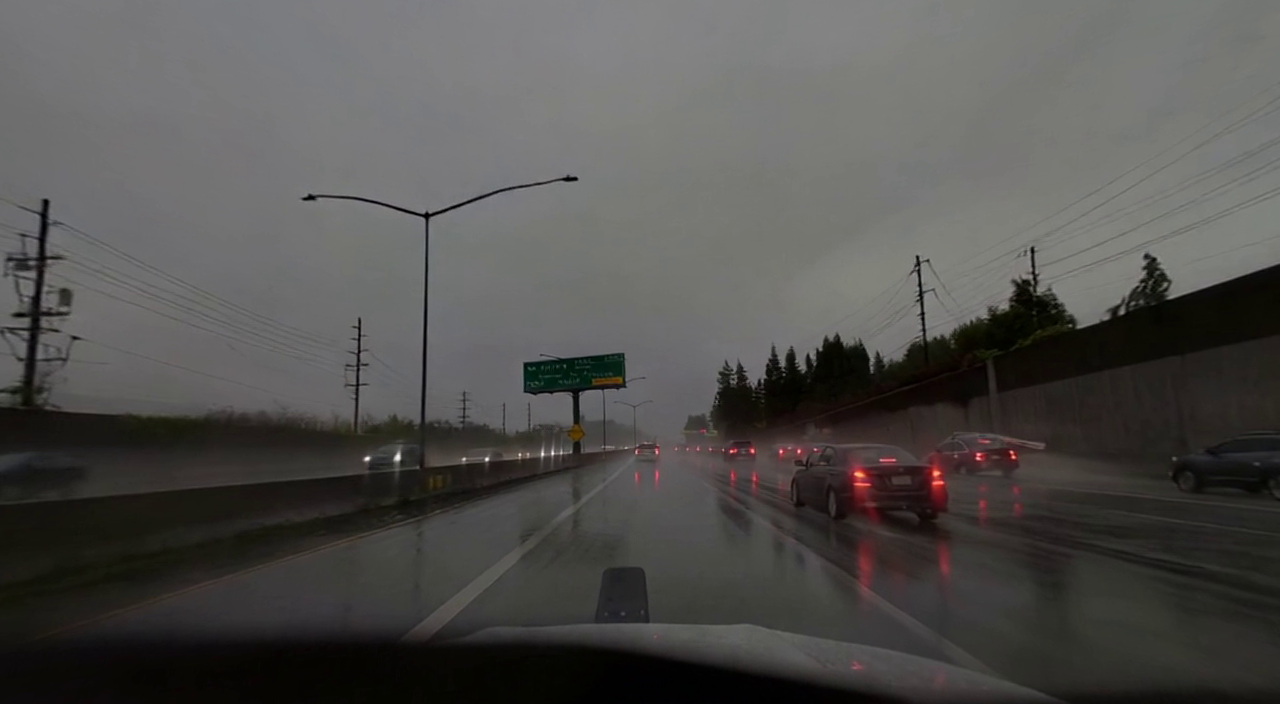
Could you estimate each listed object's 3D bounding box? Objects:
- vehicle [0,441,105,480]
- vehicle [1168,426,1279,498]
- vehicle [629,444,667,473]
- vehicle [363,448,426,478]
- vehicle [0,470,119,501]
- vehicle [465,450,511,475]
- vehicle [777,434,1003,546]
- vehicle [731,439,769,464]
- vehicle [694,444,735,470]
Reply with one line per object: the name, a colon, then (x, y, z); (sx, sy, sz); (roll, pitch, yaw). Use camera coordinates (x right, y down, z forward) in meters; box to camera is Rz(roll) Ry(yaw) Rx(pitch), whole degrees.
vehicle: (-20.673, 3.560, 20.903); (1.767, 1.188, 4.702); (0, -8, 0)
vehicle: (15.910, 2.674, 15.452); (1.932, 1.660, 4.583); (0, -8, 0)
vehicle: (0.472, 6.021, 35.941); (2.042, 1.581, 3.769); (0, -8, 1)
vehicle: (-15.178, 6.861, 39.310); (2.011, 1.768, 4.345); (0, -8, 3)
vehicle: (-20.645, 4.356, 20.585); (2.456, 0.778, 5.571); (0, -8, 2)
vehicle: (-9.974, 7.255, 41.689); (1.854, 1.471, 4.412); (0, -8, 2)
vehicle: (3.852, 2.180, 10.738); (1.986, 1.478, 4.429); (0, -8, 0)
vehicle: (8.255, 7.524, 47.788); (2.041, 1.821, 4.562); (0, -8, 0)
vehicle: (4.351, 6.195, 37.370); (1.936, 1.465, 4.060); (0, -8, 0)
